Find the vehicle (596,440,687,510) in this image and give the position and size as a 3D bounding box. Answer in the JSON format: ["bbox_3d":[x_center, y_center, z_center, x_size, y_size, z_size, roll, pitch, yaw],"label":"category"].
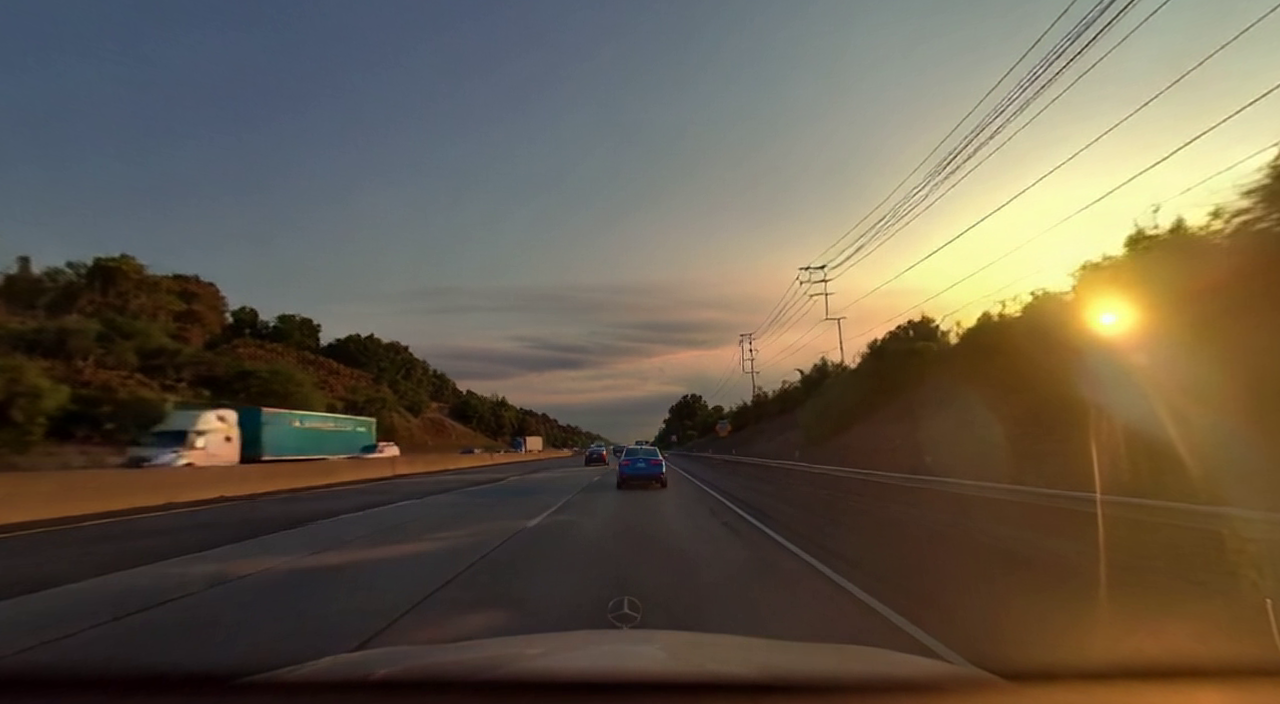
[{"bbox_3d":[0.002,2.978,15.750,1.966,1.499,4.298,0,-9,-1],"label":"vehicle"}]

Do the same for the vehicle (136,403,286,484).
[{"bbox_3d":[-21.347,4.652,31.896,3.035,3.676,6.029,0,-9,2],"label":"vehicle"}]

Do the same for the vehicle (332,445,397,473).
[{"bbox_3d":[-16.181,6.294,37.270,1.880,1.550,4.116,0,-9,2],"label":"vehicle"}]
